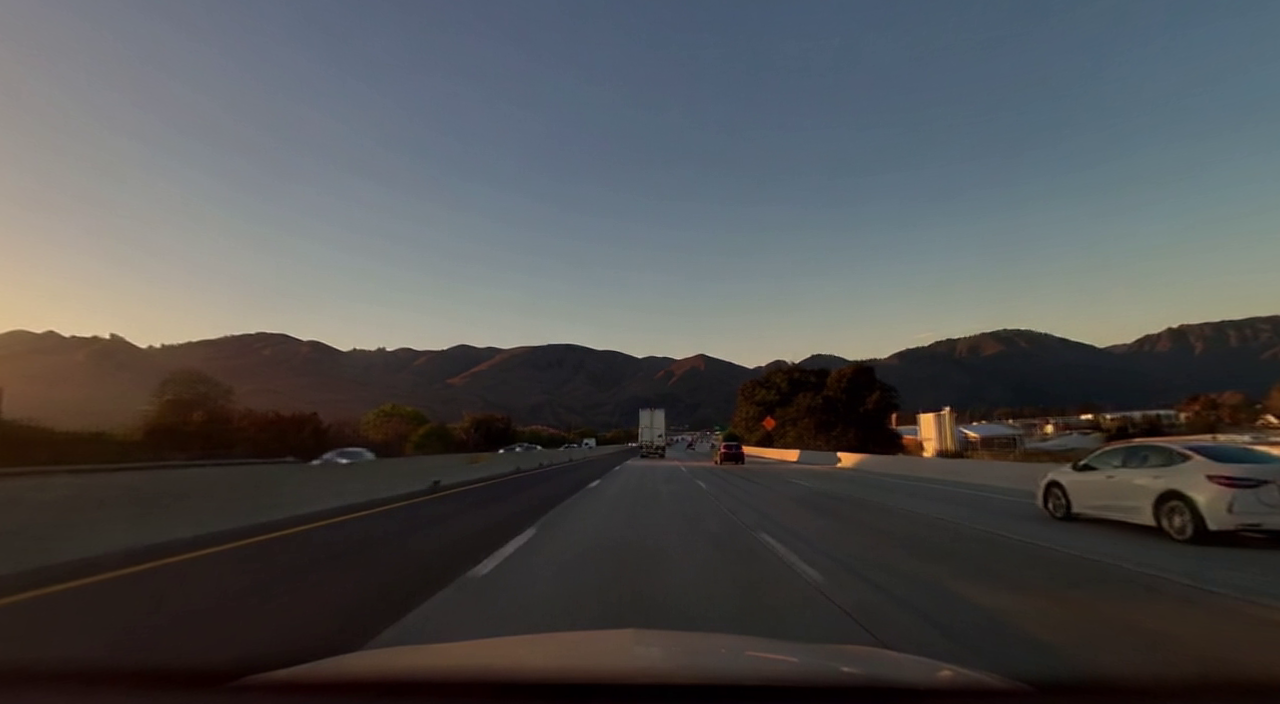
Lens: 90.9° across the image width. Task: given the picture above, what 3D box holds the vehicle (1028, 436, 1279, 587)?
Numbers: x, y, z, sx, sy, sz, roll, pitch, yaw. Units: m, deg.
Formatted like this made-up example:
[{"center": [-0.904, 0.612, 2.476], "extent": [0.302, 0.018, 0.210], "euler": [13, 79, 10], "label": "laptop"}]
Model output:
[{"center": [7.184, 1.808, 7.894], "extent": [1.982, 1.440, 4.171], "euler": [0, -9, 0], "label": "vehicle"}]

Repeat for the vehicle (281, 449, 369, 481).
[{"center": [-15.698, 5.630, 31.719], "extent": [1.914, 1.491, 4.688], "euler": [0, -9, 2], "label": "vehicle"}]

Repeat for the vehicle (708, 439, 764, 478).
[{"center": [4.237, 4.752, 28.441], "extent": [1.880, 1.624, 3.941], "euler": [0, -9, 0], "label": "vehicle"}]
